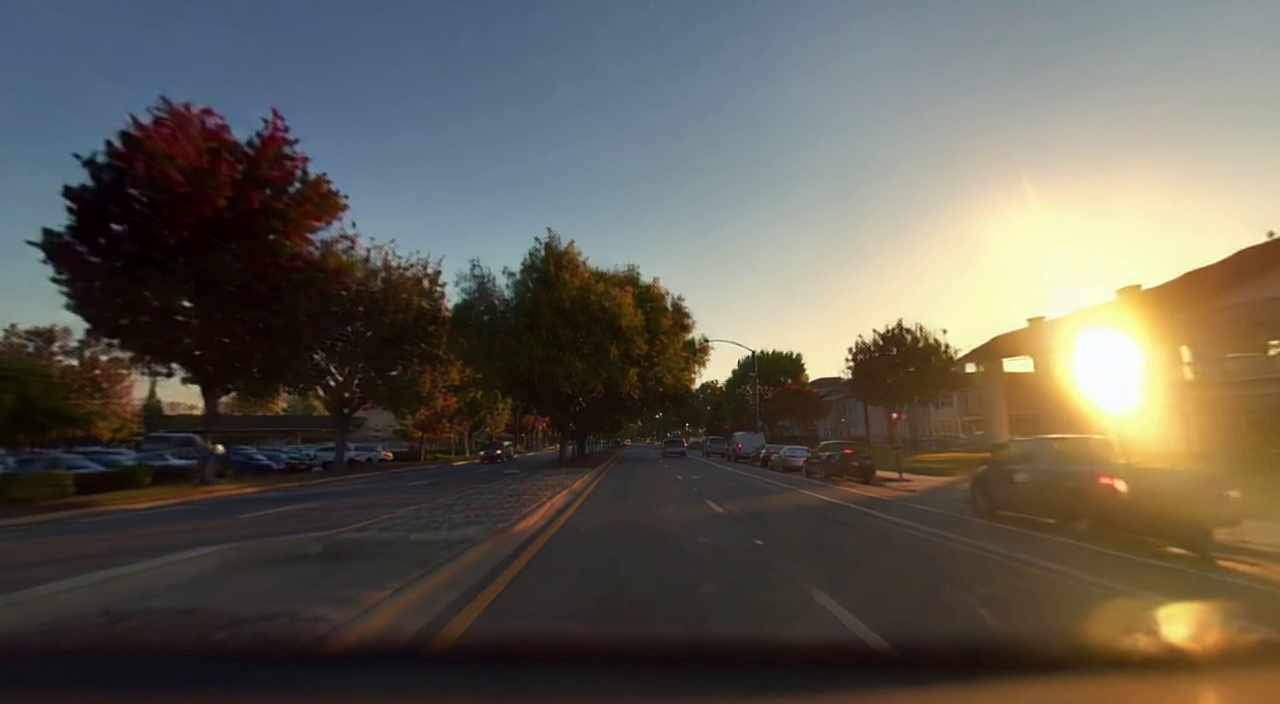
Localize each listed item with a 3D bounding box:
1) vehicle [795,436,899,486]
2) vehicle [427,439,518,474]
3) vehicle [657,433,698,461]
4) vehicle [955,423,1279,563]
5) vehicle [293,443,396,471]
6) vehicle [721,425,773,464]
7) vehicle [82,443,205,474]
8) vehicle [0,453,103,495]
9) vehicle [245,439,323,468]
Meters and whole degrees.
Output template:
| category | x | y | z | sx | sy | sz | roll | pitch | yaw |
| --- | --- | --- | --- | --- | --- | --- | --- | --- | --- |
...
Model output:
| category | x | y | z | sx | sy | sz | roll | pitch | yaw |
| --- | --- | --- | --- | --- | --- | --- | --- | --- | --- |
| vehicle | 7.372 | 3.936 | 23.163 | 1.951 | 1.601 | 5.147 | 0 | -8 | -2 |
| vehicle | -8.457 | 5.193 | 31.670 | 4.700 | 1.567 | 2.165 | -8 | -11 | 42 |
| vehicle | 2.540 | 6.587 | 43.977 | 2.293 | 1.814 | 4.589 | 0 | -8 | -3 |
| vehicle | 7.214 | 2.058 | 10.042 | 1.994 | 1.691 | 4.472 | 0 | -8 | -1 |
| vehicle | -16.030 | 5.703 | 34.351 | 4.635 | 1.457 | 2.060 | -2 | -8 | 10 |
| vehicle | 7.091 | 6.233 | 42.595 | 2.323 | 2.433 | 5.901 | 0 | -8 | -1 |
| vehicle | -25.346 | 5.417 | 32.485 | 1.893 | 1.477 | 4.621 | -3 | -9 | 15 |
| vehicle | -23.732 | 4.654 | 24.268 | 1.768 | 1.429 | 4.423 | -2 | -8 | 13 |
| vehicle | -24.792 | 7.149 | 44.227 | 1.980 | 1.780 | 4.859 | -4 | -11 | 12 |
